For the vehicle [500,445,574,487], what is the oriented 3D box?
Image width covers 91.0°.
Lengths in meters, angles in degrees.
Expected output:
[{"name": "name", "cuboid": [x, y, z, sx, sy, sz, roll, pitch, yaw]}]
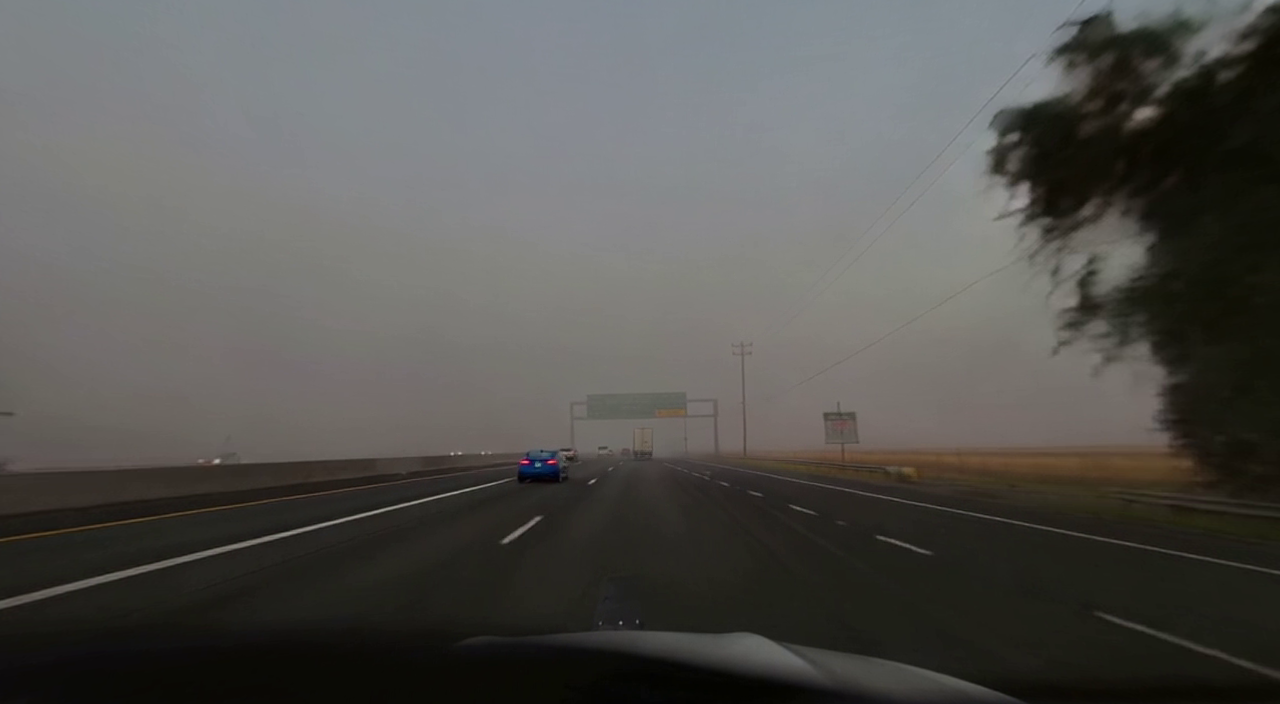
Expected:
[{"name": "vehicle", "cuboid": [-3.953, 4.482, 25.006, 2.104, 1.501, 4.459, 0, -9, 1]}]
